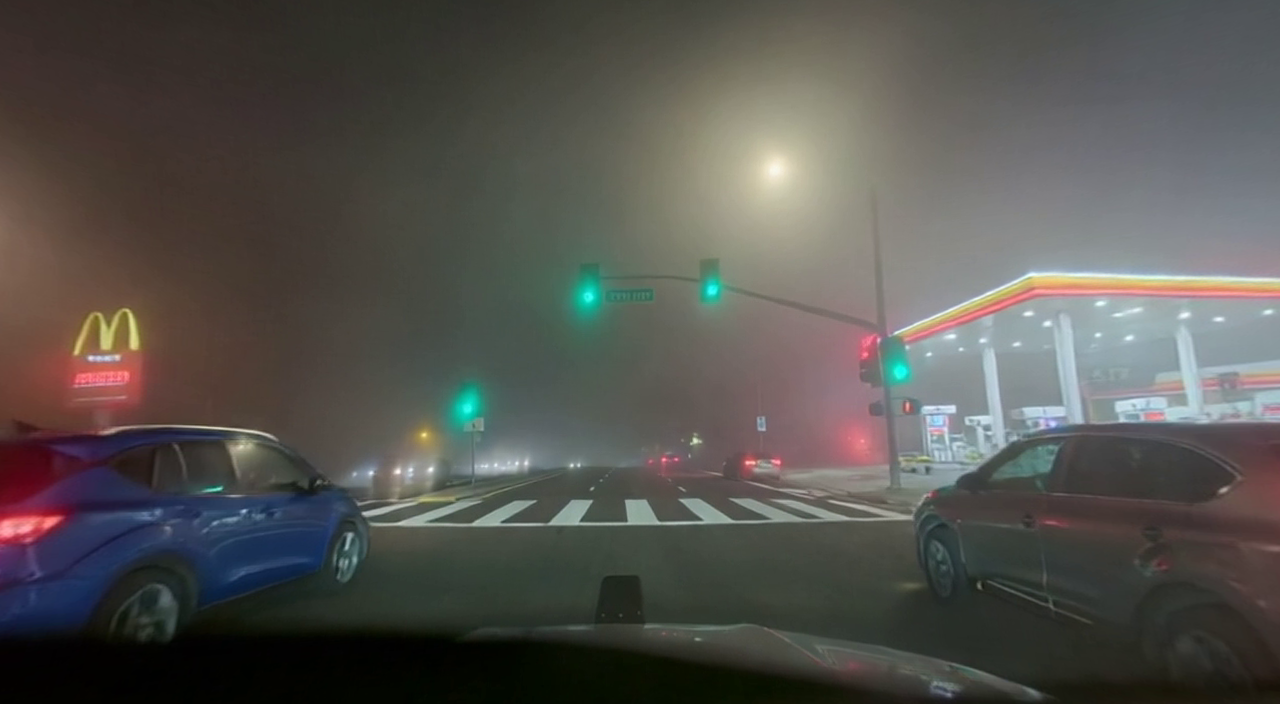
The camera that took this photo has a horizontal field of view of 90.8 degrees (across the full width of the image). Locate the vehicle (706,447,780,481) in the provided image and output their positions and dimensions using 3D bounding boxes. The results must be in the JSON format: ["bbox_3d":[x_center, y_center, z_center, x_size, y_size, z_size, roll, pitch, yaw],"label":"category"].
[{"bbox_3d":[5.454,5.974,34.012,2.066,1.699,4.419,3,-9,-19],"label":"vehicle"}]

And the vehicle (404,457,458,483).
[{"bbox_3d":[-14.728,8.350,44.928,2.014,1.616,5.527,0,-9,0],"label":"vehicle"}]

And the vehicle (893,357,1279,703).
[{"bbox_3d":[3.388,1.033,3.519,2.085,1.655,4.459,0,-9,0],"label":"vehicle"}]

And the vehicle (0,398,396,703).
[{"bbox_3d":[-3.707,1.330,4.995,1.935,1.617,4.045,0,-9,0],"label":"vehicle"}]
